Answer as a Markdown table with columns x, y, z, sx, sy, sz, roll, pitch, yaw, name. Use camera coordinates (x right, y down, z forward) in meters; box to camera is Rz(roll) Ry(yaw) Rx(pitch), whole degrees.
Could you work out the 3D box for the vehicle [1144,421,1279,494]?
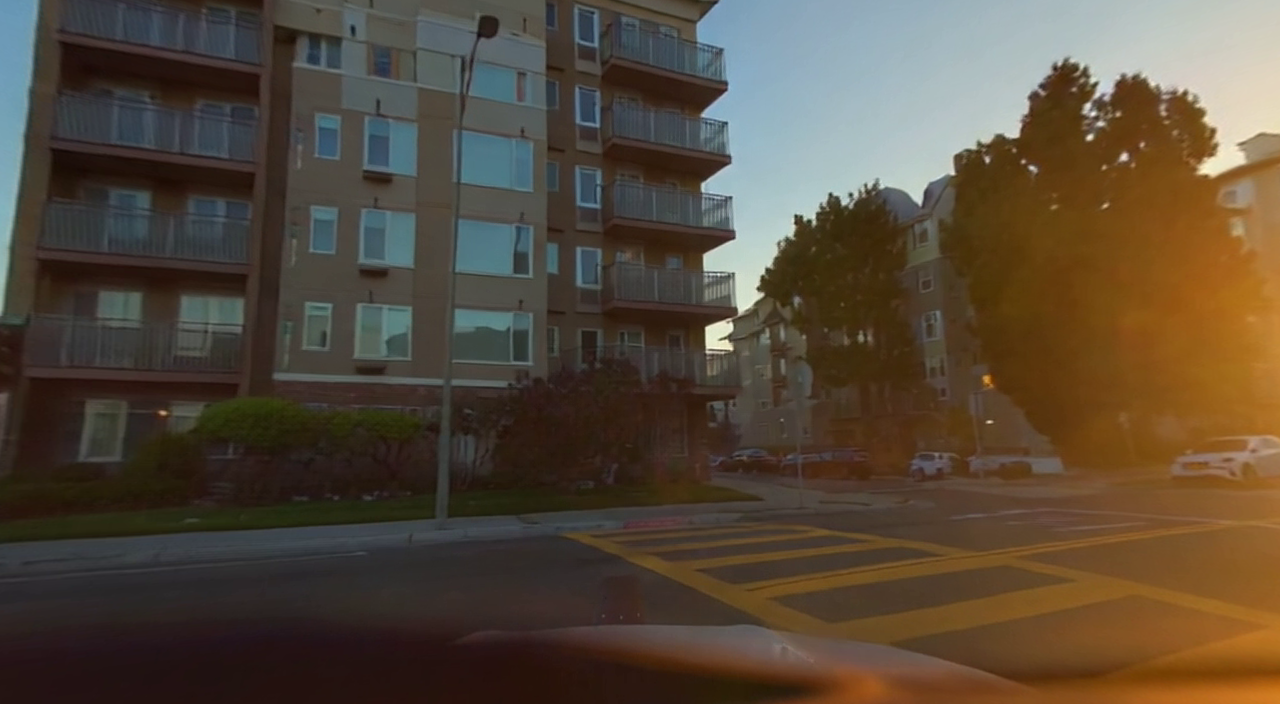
| x | y | z | sx | sy | sz | roll | pitch | yaw | name |
| --- | --- | --- | --- | --- | --- | --- | --- | --- | --- |
| 16.787 | 2.905 | 17.699 | 4.619 | 1.817 | 1.993 | 3 | -9 | -22 | vehicle |
